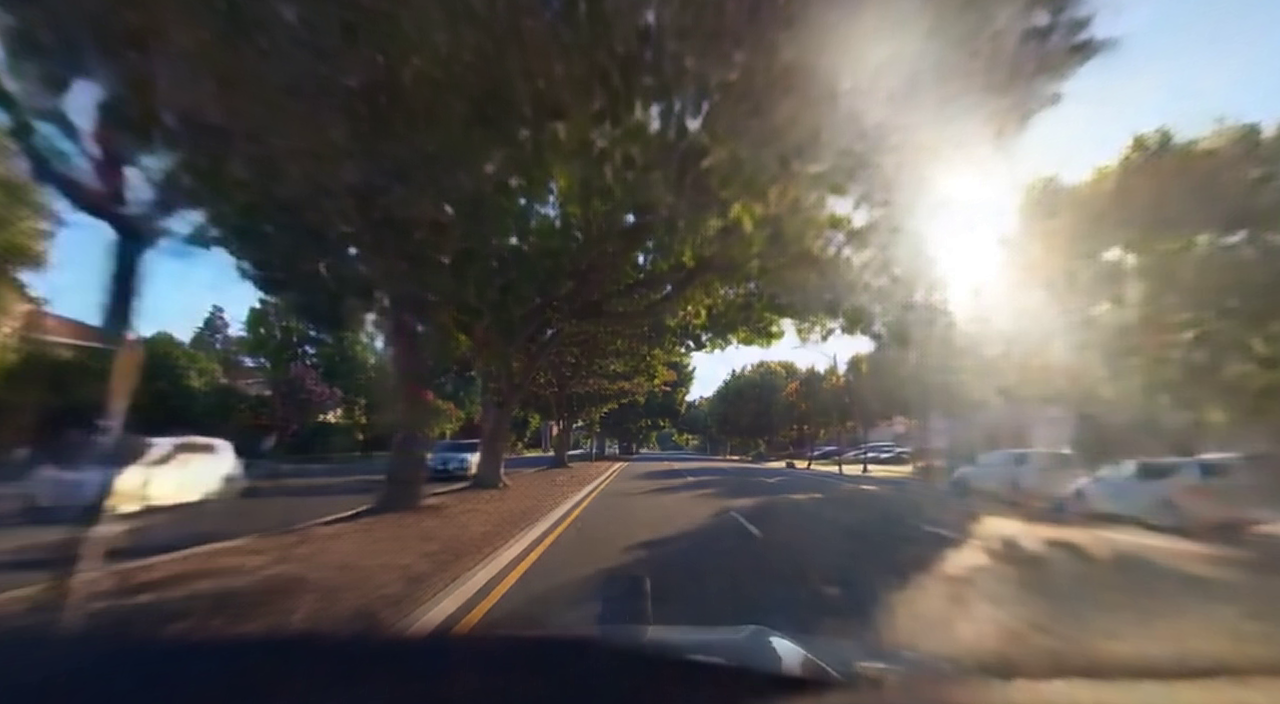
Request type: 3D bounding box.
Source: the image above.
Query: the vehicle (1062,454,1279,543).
[{"bbox_3d":[11.542,3.020,13.621,1.869,1.522,4.295,0,-8,1],"label":"vehicle"}]

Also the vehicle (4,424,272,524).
[{"bbox_3d":[-11.086,2.698,14.574,2.176,1.896,4.800,0,-8,0],"label":"vehicle"}]

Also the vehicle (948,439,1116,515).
[{"bbox_3d":[11.762,3.724,19.423,2.178,1.858,4.726,4,-8,0],"label":"vehicle"}]

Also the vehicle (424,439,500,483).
[{"bbox_3d":[-7.181,4.429,25.898,1.934,1.619,3.991,0,-8,0],"label":"vehicle"}]
